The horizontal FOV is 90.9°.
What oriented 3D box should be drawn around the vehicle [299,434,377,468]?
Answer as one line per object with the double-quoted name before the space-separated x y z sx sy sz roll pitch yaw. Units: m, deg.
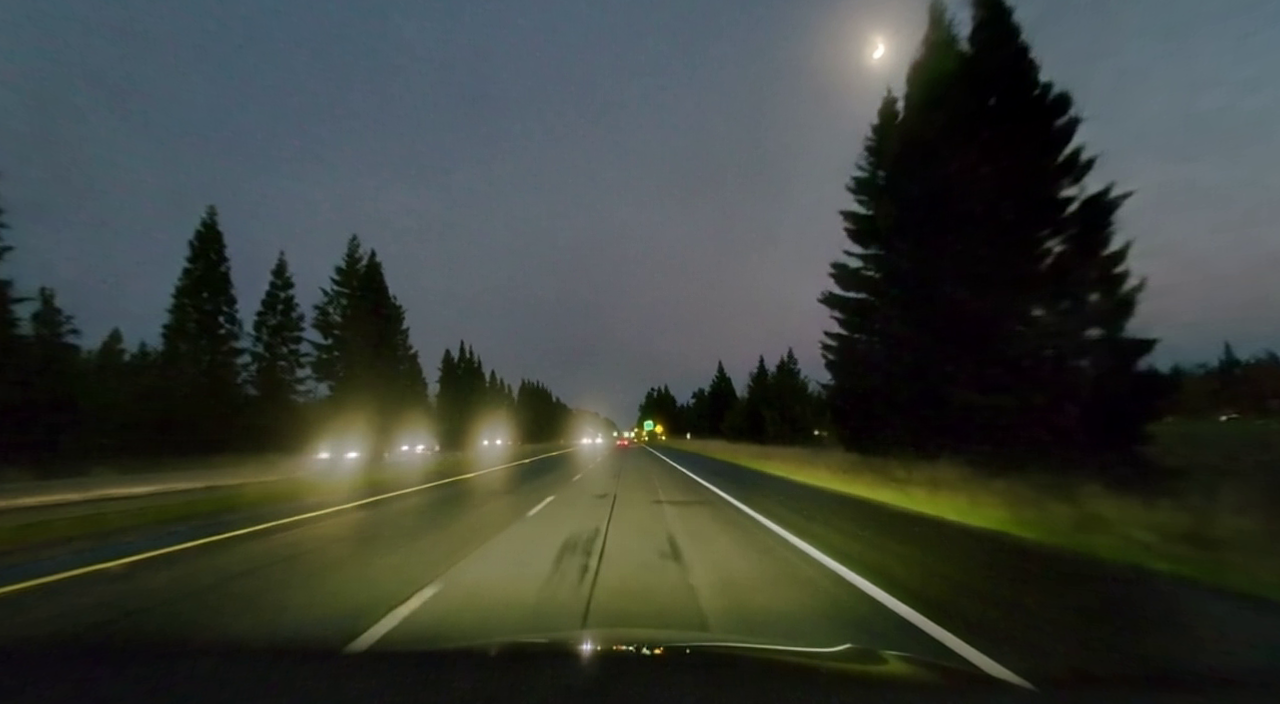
"vehicle" -13.963 4.574 29.408 1.675 1.473 3.910 0 -8 0
